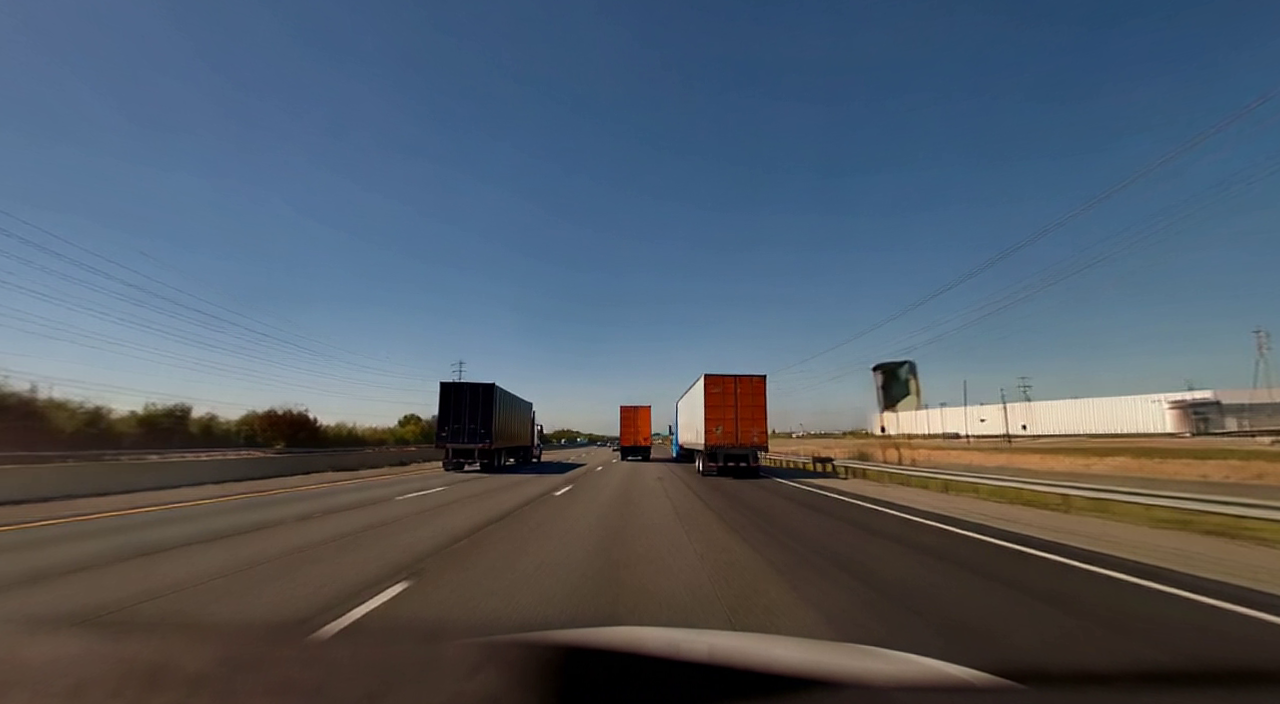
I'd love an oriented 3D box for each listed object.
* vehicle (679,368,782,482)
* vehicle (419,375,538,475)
[{"bbox_3d":[3.421,3.199,26.771,2.806,3.919,9.777,0,-8,0],"label":"vehicle"},{"bbox_3d":[-7.303,3.695,30.718,2.937,3.981,11.119,0,-8,-1],"label":"vehicle"}]
